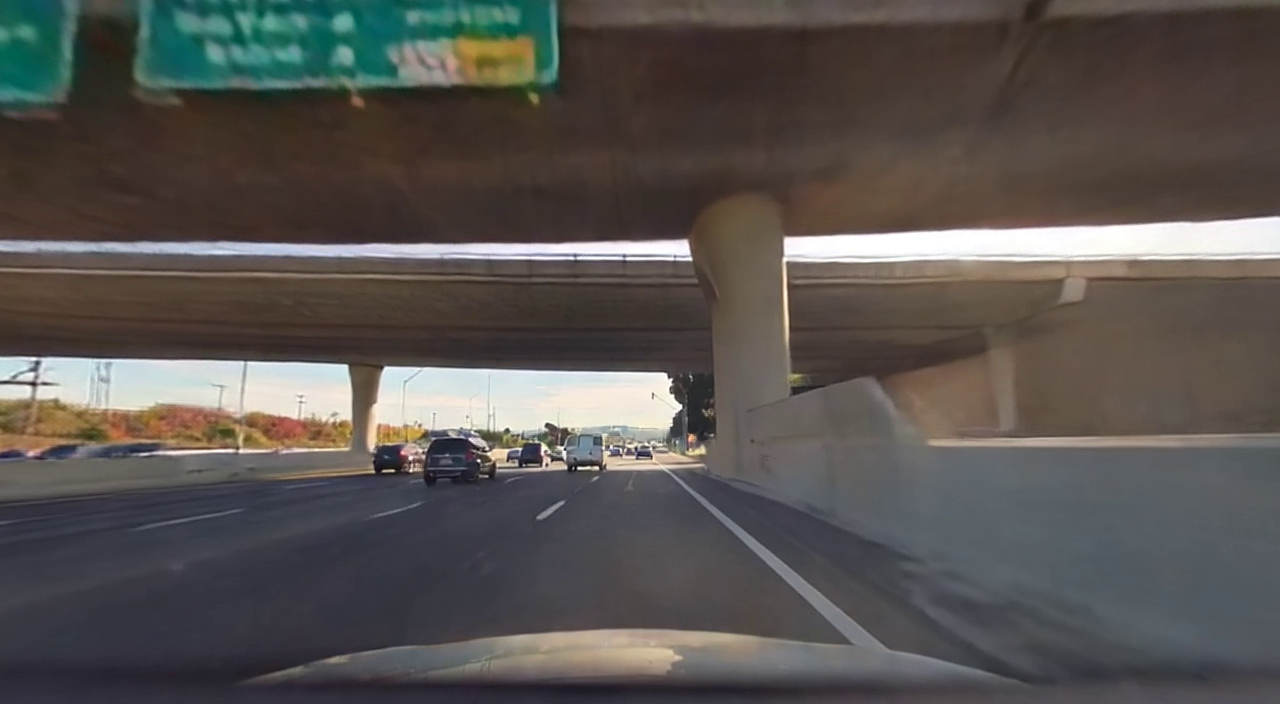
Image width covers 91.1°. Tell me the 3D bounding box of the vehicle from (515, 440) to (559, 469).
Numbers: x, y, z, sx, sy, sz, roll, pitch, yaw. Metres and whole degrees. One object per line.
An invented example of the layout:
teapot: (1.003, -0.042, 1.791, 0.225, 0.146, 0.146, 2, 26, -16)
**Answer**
vehicle: (-6.822, 6.874, 42.120, 2.109, 1.784, 4.709, 0, -9, 1)

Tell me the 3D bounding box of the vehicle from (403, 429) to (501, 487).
vehicle: (-6.964, 3.993, 23.858, 2.179, 1.948, 4.618, 0, -9, 1)

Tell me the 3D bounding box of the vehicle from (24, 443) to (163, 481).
vehicle: (-29.392, 5.921, 34.146, 2.298, 1.855, 5.828, 0, -9, 1)

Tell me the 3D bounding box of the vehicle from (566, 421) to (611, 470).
vehicle: (-3.183, 6.015, 40.207, 2.301, 2.843, 6.458, 0, -9, 0)
